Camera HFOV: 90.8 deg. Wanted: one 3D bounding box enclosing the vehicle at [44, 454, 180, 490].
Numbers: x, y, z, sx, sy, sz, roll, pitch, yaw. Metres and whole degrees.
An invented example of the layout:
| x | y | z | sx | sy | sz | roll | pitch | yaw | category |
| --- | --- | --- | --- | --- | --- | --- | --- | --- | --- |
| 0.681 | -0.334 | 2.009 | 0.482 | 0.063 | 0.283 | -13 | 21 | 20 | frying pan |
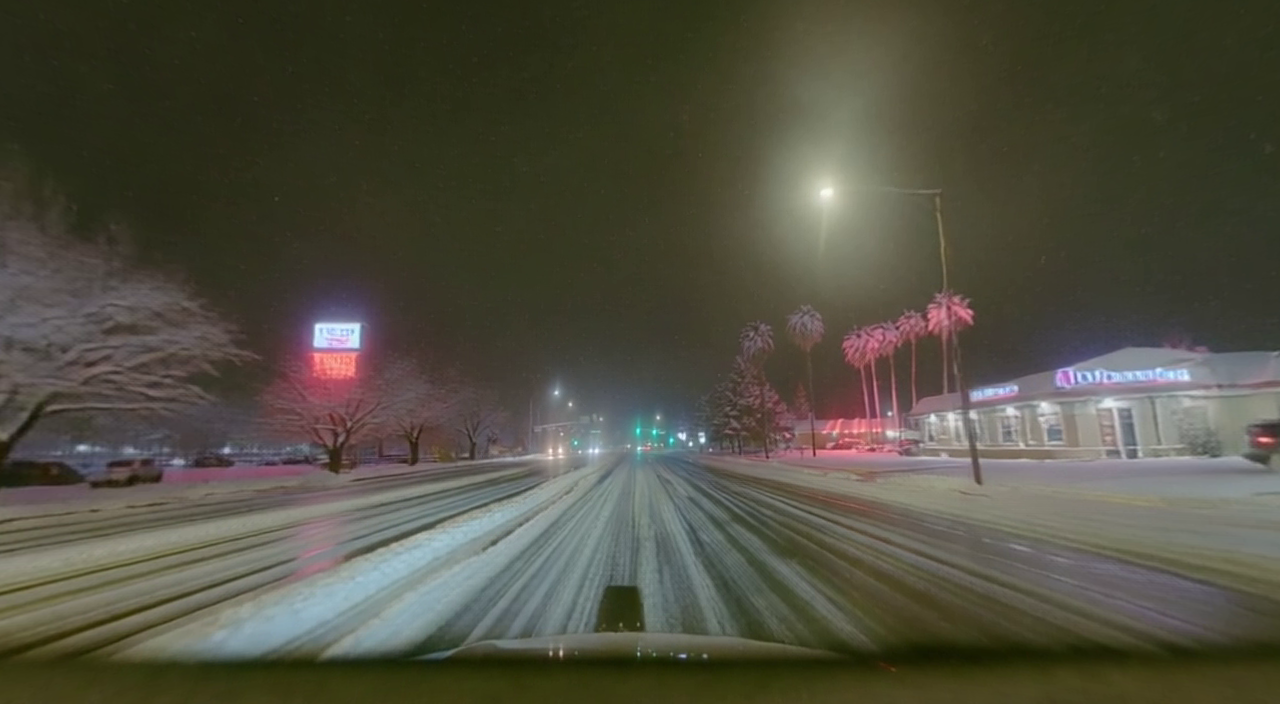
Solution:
| x | y | z | sx | sy | sz | roll | pitch | yaw | category |
| --- | --- | --- | --- | --- | --- | --- | --- | --- | --- |
| -27.782 | 6.315 | 33.480 | 4.922 | 1.751 | 2.195 | 3 | -9 | -16 | vehicle |
